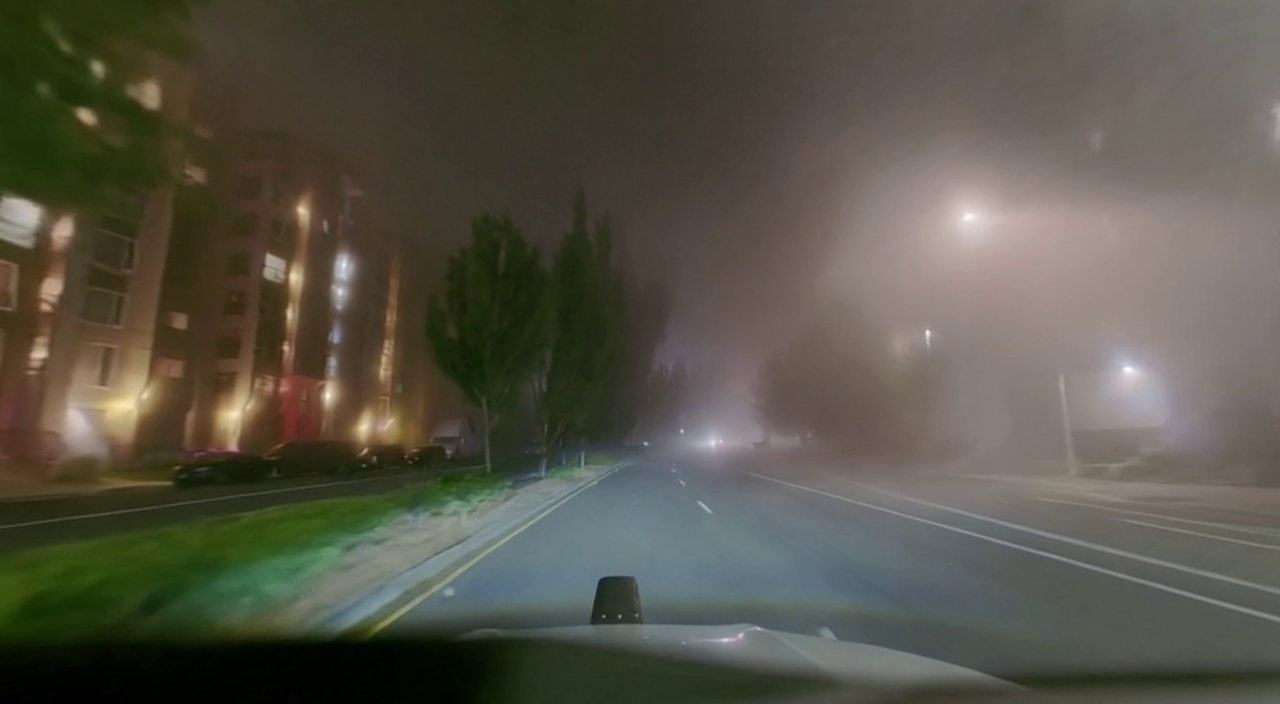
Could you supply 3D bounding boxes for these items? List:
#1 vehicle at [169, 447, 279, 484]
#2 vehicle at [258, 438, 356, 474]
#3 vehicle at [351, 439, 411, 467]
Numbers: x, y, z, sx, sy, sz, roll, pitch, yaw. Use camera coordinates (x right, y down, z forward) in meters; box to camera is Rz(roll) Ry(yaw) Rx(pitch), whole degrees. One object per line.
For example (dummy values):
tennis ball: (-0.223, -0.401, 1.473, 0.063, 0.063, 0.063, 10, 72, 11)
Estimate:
vehicle: (-18.775, 5.100, 28.782, 1.880, 1.457, 4.487, -3, -8, 2)
vehicle: (-18.384, 5.785, 35.224, 2.295, 1.809, 5.236, -2, -9, 4)
vehicle: (-18.129, 7.085, 44.487, 2.001, 1.836, 4.746, -1, -8, 2)
